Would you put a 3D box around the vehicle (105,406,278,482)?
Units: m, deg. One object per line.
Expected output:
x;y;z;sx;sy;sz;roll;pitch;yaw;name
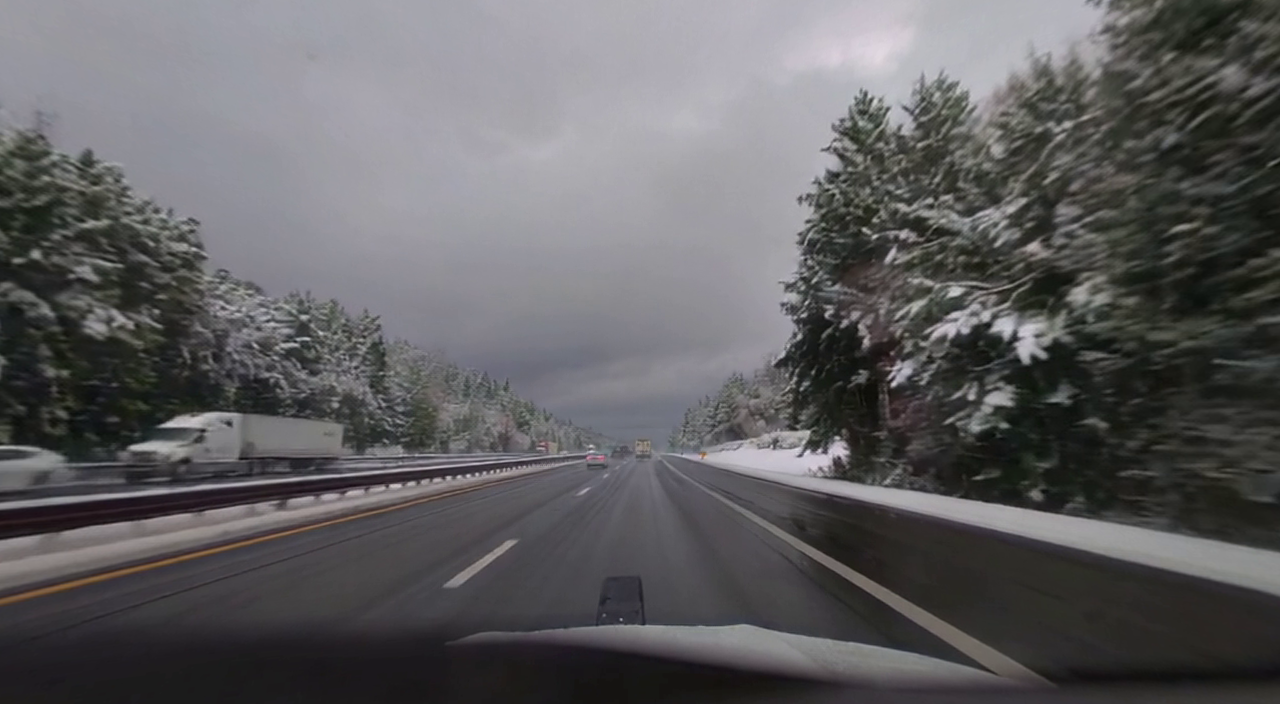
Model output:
-24.859;5.278;35.859;3.029;3.763;8.962;0;-9;1;vehicle
